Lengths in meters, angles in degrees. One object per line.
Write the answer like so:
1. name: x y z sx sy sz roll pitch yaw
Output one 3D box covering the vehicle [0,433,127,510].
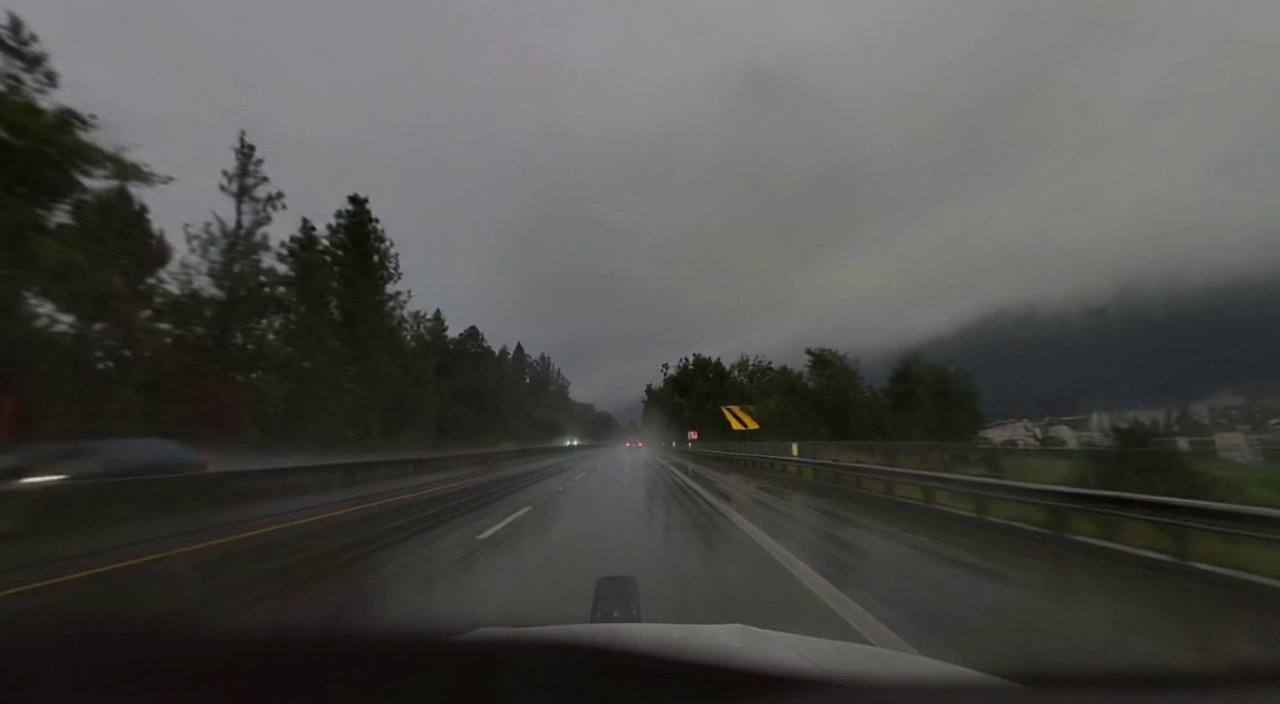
1. vehicle: -13.323 2.441 13.040 2.049 1.467 3.924 0 -8 0
